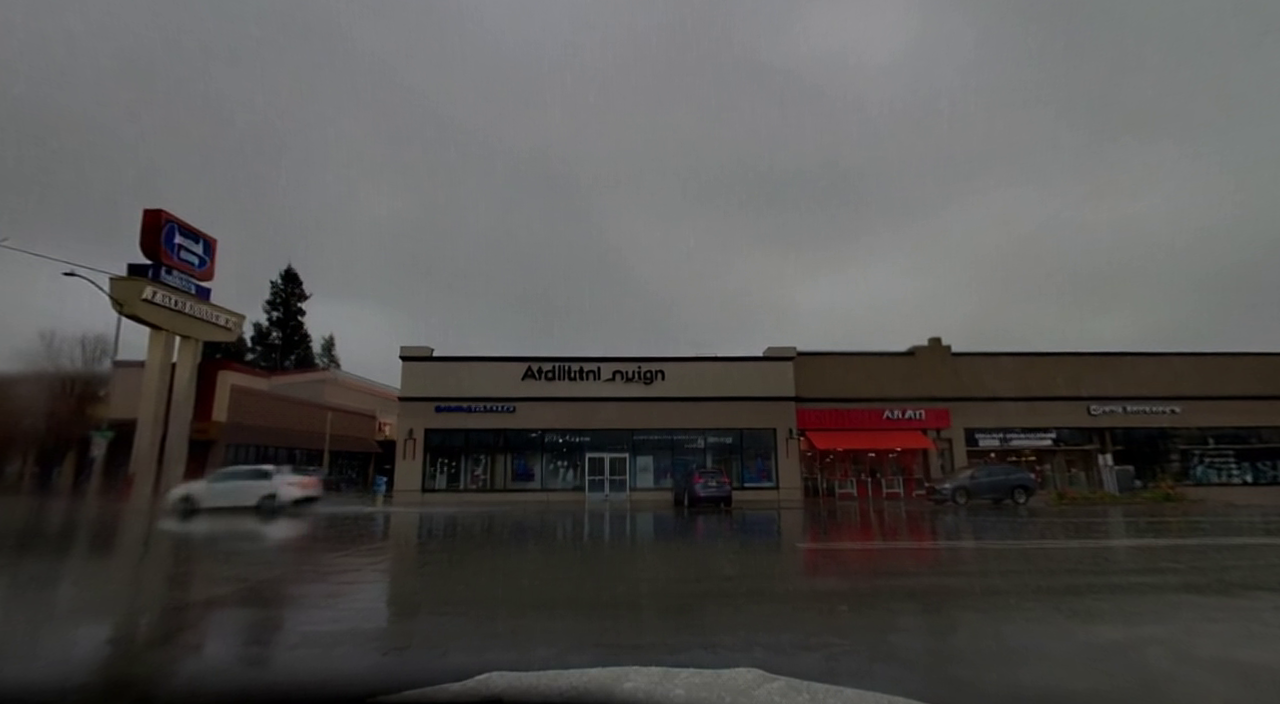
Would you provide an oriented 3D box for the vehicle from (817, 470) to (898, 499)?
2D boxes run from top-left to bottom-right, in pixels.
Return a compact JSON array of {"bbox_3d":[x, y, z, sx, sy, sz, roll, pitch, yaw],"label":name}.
[{"bbox_3d":[13.077,7.973,38.255,1.791,1.453,4.593,5,-10,-29],"label":"vehicle"}]

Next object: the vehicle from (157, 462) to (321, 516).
[{"bbox_3d":[-13.006,4.445,20.714,4.073,1.609,1.813,1,-9,-4],"label":"vehicle"}]

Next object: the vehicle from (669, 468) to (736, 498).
[{"bbox_3d":[3.698,7.916,38.446,1.812,1.468,4.519,5,-10,-28],"label":"vehicle"}]

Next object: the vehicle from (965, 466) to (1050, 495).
[{"bbox_3d":[25.856,9.024,44.553,4.838,1.799,1.914,-7,-11,39],"label":"vehicle"}]
